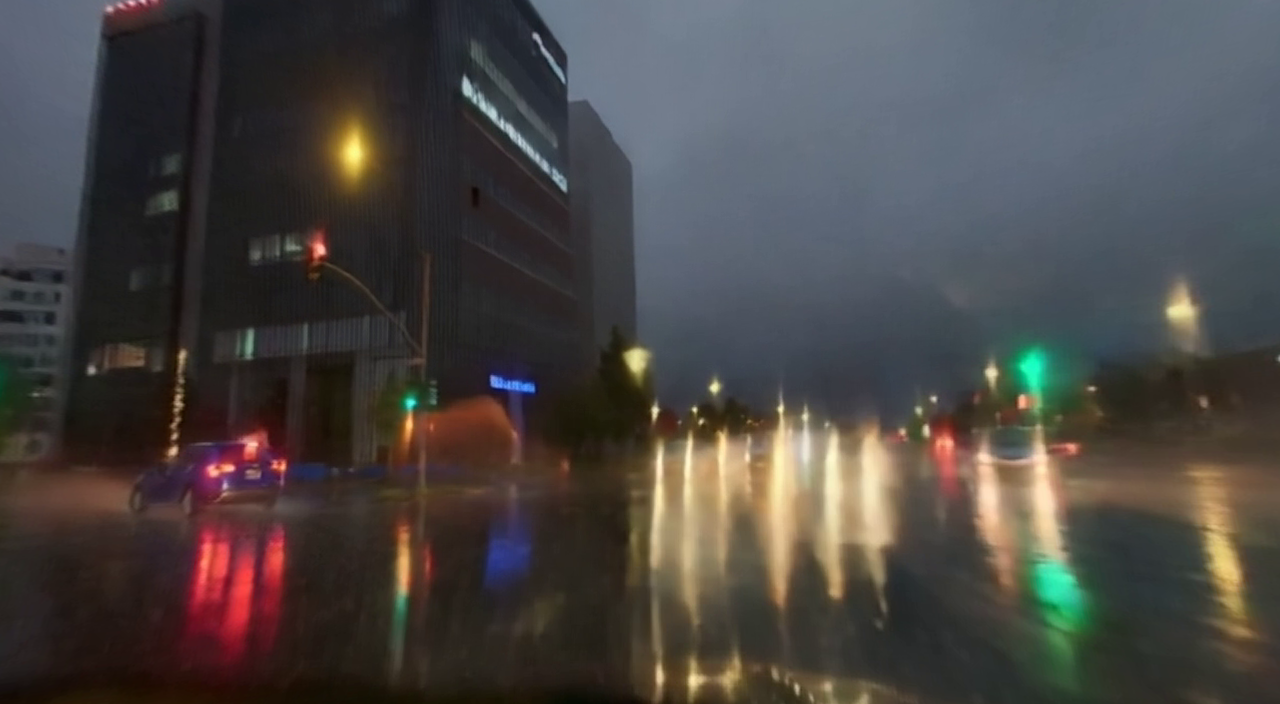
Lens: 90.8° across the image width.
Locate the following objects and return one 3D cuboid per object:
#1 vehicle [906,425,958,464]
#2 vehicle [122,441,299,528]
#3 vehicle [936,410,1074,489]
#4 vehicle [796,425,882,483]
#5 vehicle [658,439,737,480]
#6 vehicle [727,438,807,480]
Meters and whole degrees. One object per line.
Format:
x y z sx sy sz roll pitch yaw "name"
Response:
17.558 5.577 38.221 2.453 2.122 5.431 -4 -9 22 "vehicle"
-10.464 3.088 15.303 4.445 1.762 2.238 -8 -11 39 "vehicle"
10.310 2.831 18.368 2.160 1.948 4.784 -3 -9 15 "vehicle"
7.074 3.540 22.106 2.162 1.788 4.603 -5 -10 25 "vehicle"
2.588 4.645 27.554 2.005 1.596 4.342 -5 -10 26 "vehicle"
5.226 4.295 25.587 2.163 1.529 4.210 -5 -10 25 "vehicle"
